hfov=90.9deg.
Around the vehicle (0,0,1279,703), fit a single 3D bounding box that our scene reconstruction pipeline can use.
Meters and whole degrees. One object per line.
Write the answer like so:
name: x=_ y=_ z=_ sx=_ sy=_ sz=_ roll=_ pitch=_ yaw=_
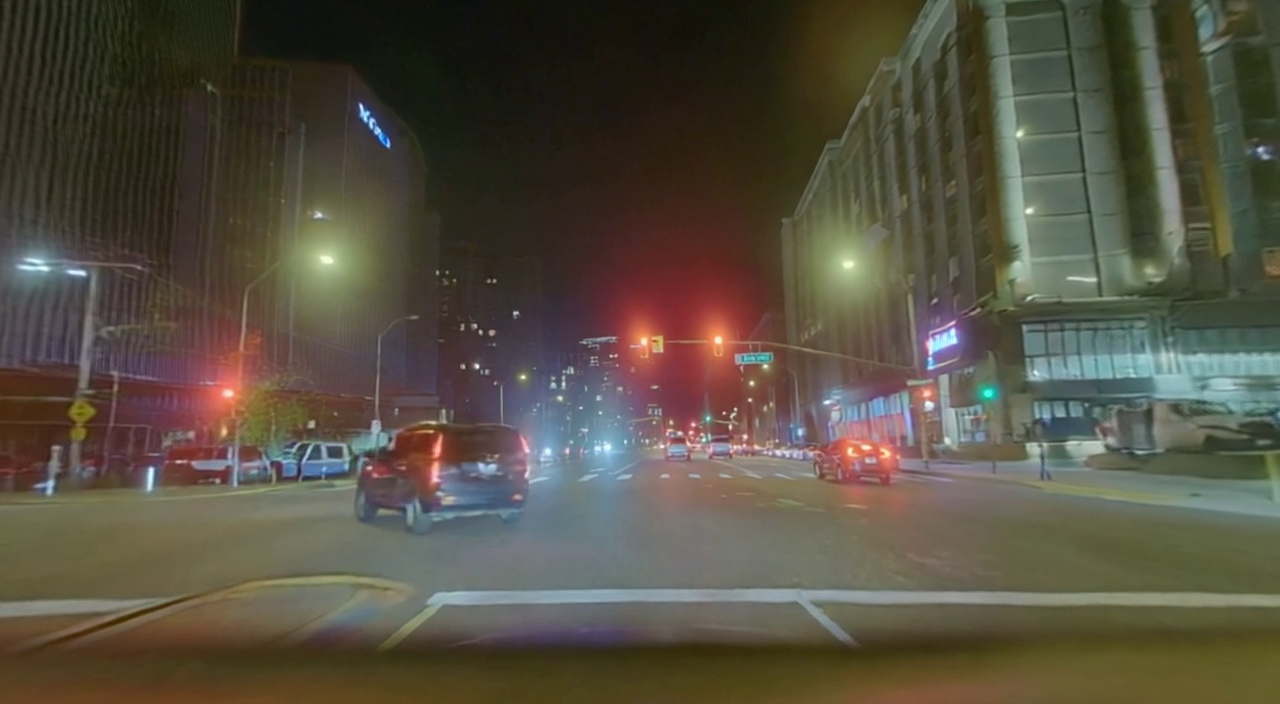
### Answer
vehicle: x=-0.505 y=0.620 z=1.669 sx=2.242 sy=1.812 sz=4.993 roll=-3 pitch=-9 yaw=-1
